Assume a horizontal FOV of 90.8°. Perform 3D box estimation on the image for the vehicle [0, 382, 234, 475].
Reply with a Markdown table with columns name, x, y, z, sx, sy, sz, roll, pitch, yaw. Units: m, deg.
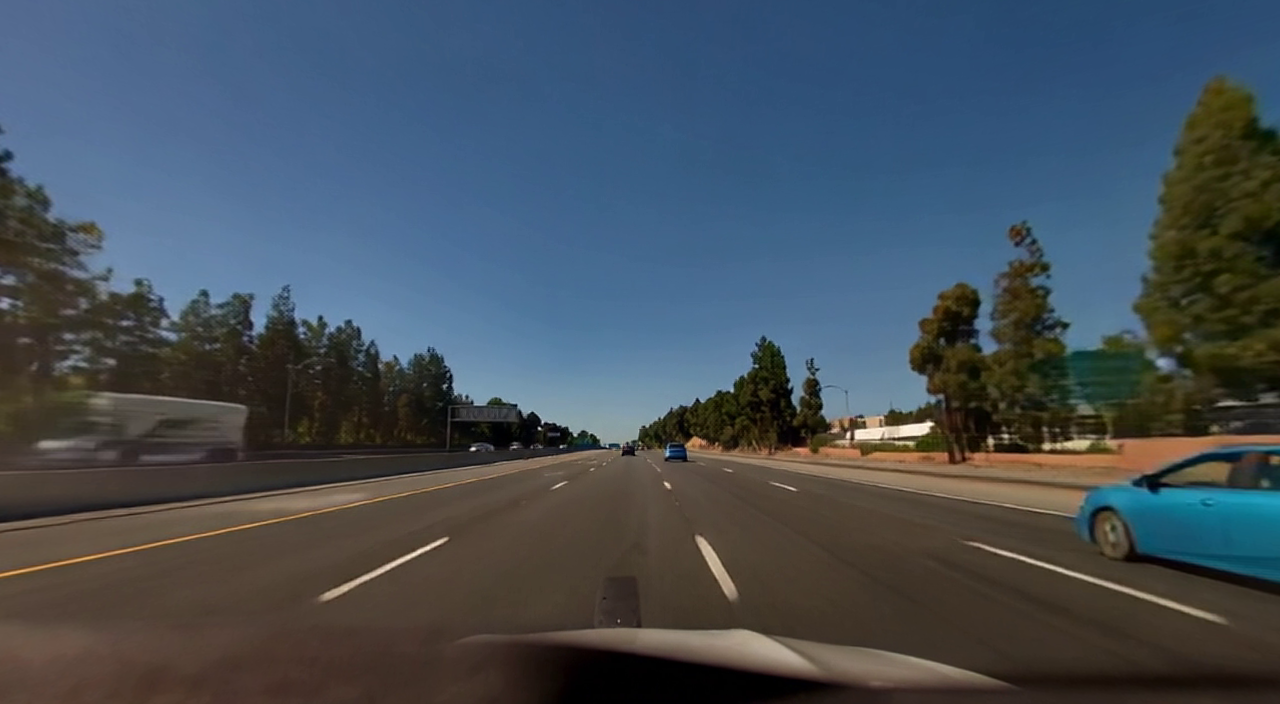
| name | x | y | z | sx | sy | sz | roll | pitch | yaw |
| --- | --- | --- | --- | --- | --- | --- | --- | --- | --- |
| vehicle | -22.028 | 3.393 | 27.090 | 3.096 | 3.327 | 8.951 | 0 | -9 | 1 |

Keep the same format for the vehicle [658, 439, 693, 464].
| name | x | y | z | sx | sy | sz | roll | pitch | yaw |
| --- | --- | --- | --- | --- | --- | --- | --- | --- | --- |
| vehicle | 2.462 | 6.984 | 44.510 | 2.127 | 1.692 | 4.382 | 0 | -9 | -1 |

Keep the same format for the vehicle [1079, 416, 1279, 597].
| name | x | y | z | sx | sy | sz | roll | pitch | yaw |
| --- | --- | --- | --- | --- | --- | --- | --- | --- | --- |
| vehicle | 6.482 | 1.328 | 5.472 | 2.029 | 1.528 | 4.644 | 0 | -9 | 0 |
